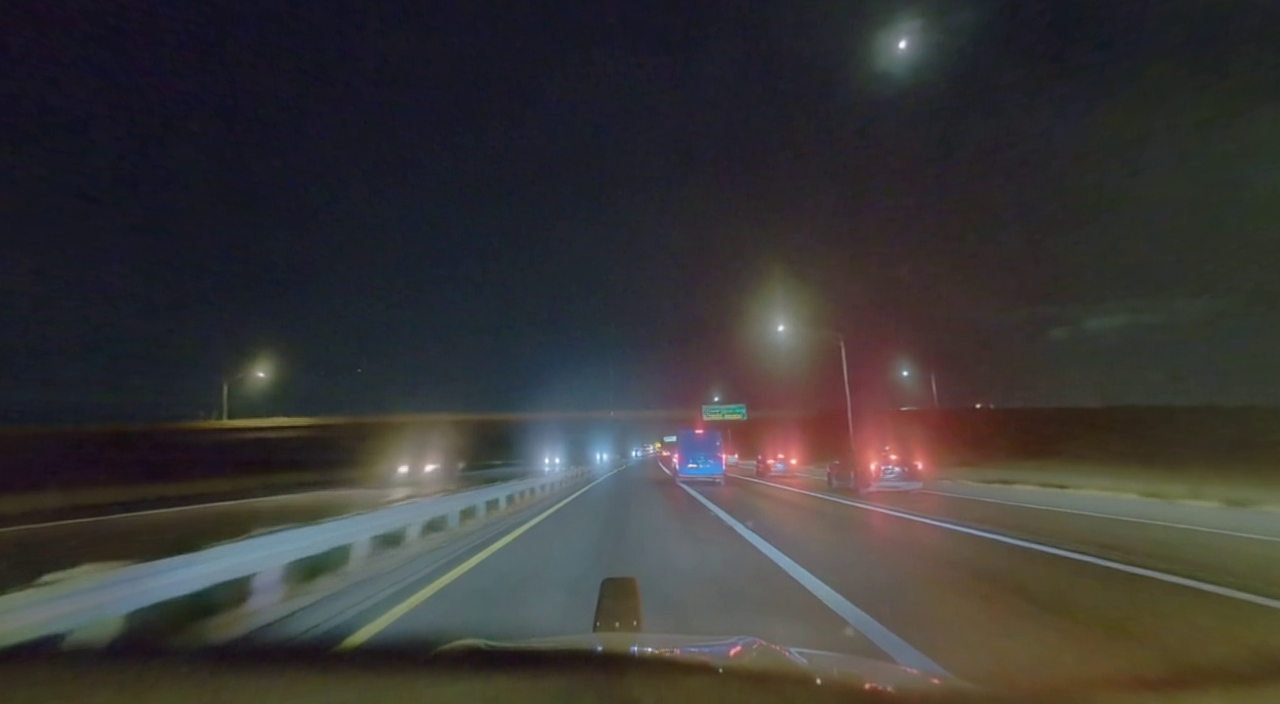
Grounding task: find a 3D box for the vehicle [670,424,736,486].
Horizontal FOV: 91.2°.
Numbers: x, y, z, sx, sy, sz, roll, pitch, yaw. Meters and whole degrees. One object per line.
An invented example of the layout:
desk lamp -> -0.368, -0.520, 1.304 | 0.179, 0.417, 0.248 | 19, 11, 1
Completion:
vehicle -> 2.837, 4.837, 29.631 | 2.560, 2.598, 5.581 | -1, -9, 1
